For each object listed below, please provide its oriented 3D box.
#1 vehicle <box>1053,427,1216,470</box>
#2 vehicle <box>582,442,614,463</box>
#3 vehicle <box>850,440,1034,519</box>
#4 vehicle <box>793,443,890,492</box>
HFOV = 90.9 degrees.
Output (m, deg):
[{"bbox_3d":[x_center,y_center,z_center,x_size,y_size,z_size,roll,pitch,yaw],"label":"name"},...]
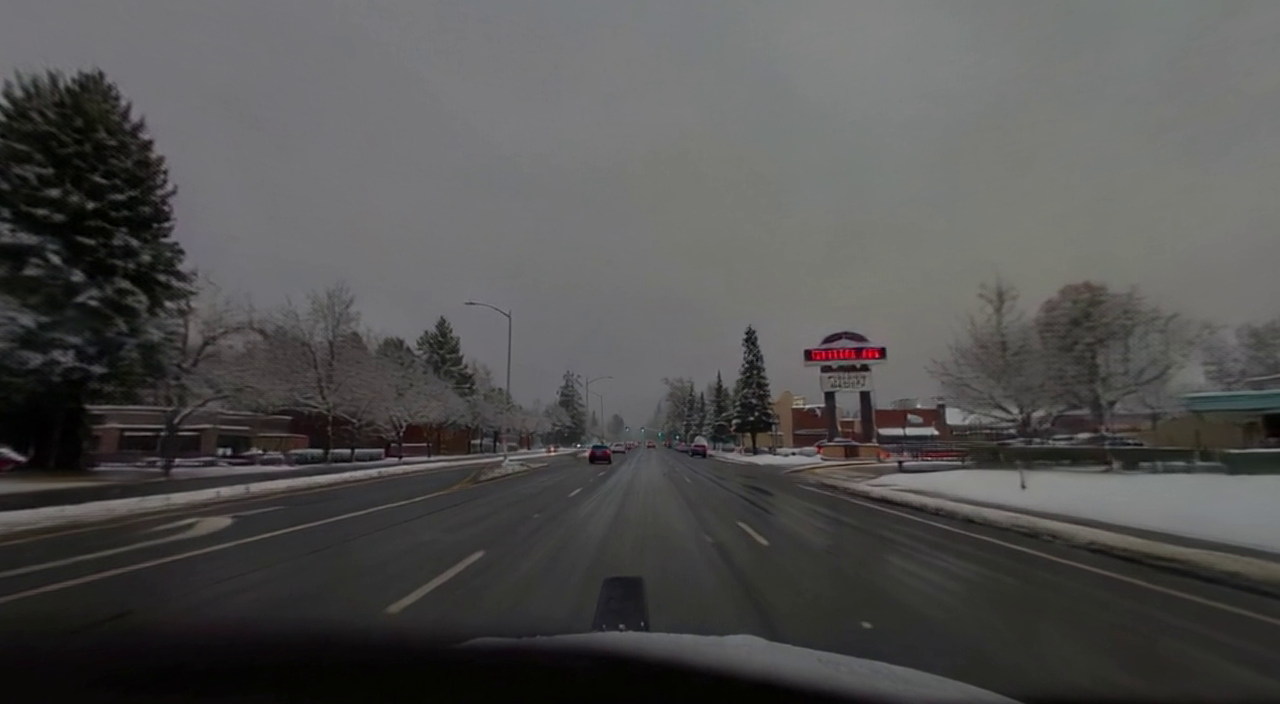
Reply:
[{"bbox_3d":[23.647,4.658,30.345,5.870,1.970,2.366,0,-8,-1],"label":"vehicle"},{"bbox_3d":[-3.019,7.335,46.026,2.005,1.446,4.265,0,-8,1],"label":"vehicle"},{"bbox_3d":[6.691,2.840,14.714,1.869,1.516,4.767,0,-8,-1],"label":"vehicle"},{"bbox_3d":[6.788,3.912,21.804,1.923,1.482,4.558,0,-8,1],"label":"vehicle"}]
